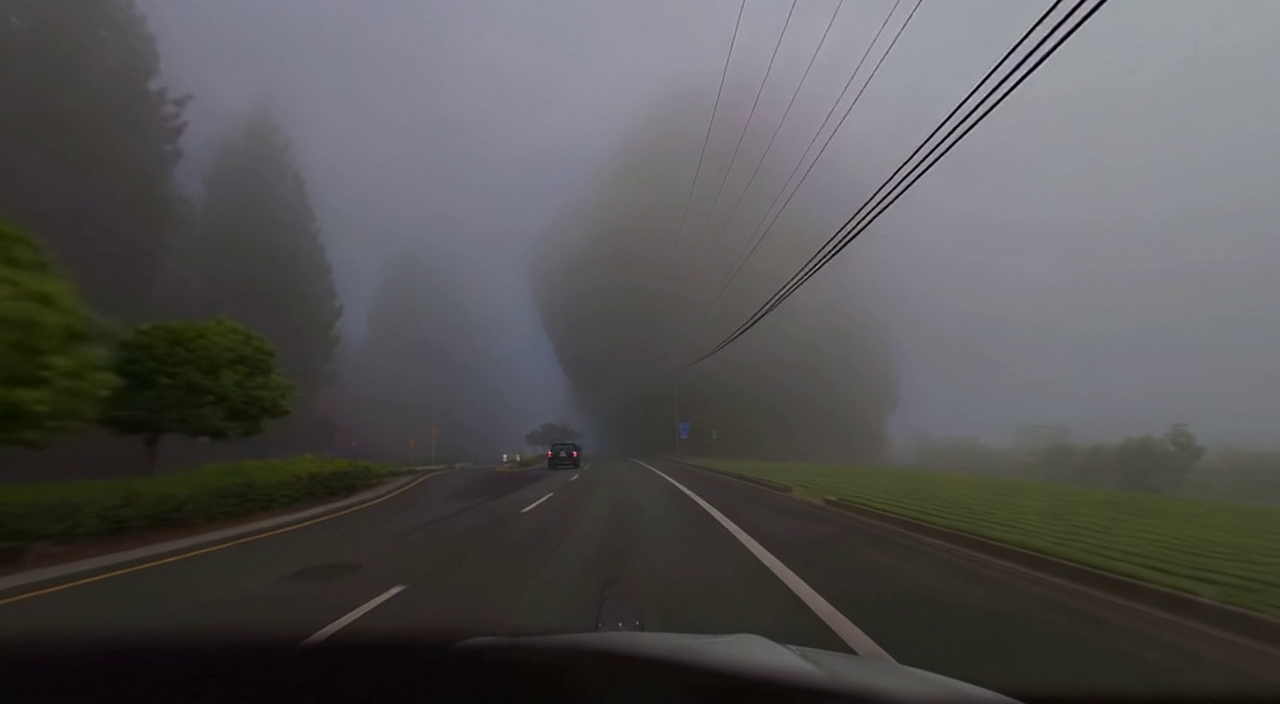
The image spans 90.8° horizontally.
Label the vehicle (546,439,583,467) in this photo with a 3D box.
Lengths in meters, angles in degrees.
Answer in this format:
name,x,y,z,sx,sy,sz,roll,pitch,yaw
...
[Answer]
name,x,y,z,sx,sy,sz,roll,pitch,yaw
vehicle,-5.447,7.356,46.199,2.246,1.885,5.275,0,-8,-2
